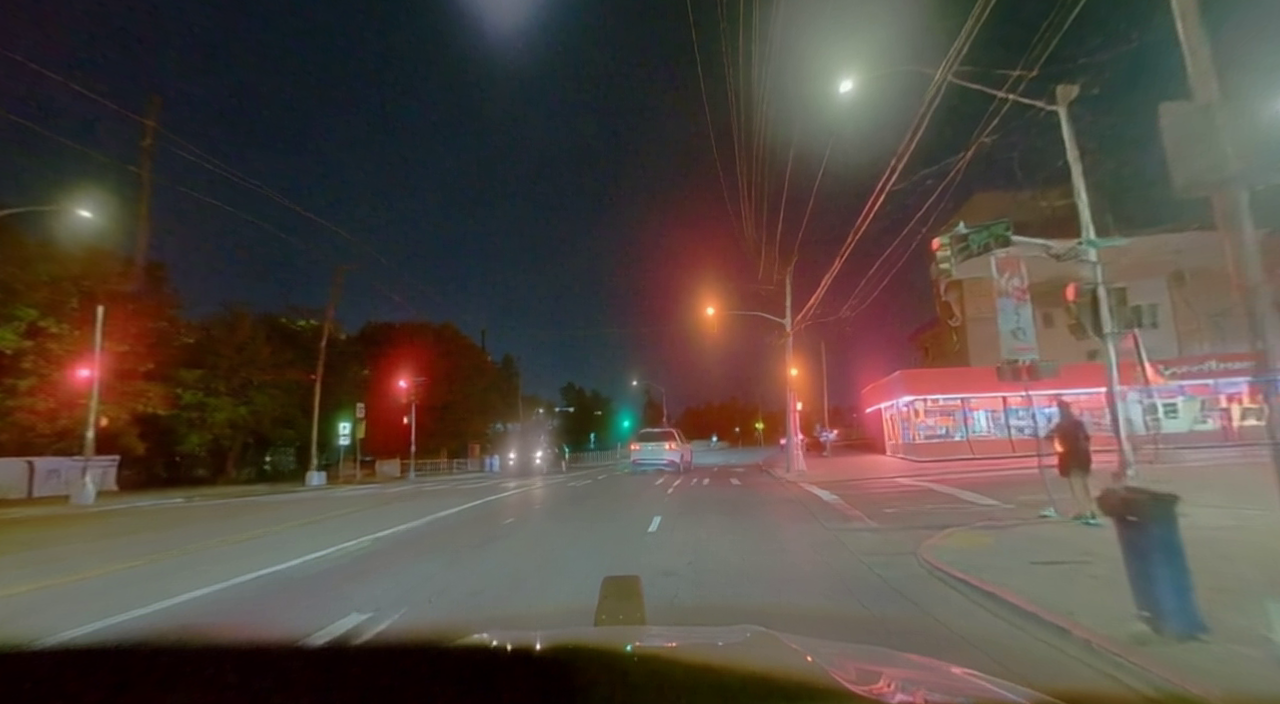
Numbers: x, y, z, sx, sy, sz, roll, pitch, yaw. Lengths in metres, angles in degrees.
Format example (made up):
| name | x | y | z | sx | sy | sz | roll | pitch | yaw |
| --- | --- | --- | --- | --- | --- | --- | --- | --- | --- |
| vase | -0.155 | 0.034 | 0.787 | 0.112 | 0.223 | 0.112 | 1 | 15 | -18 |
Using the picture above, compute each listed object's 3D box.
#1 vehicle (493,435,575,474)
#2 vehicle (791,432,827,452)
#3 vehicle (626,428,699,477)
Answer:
| name | x | y | z | sx | sy | sz | roll | pitch | yaw |
| --- | --- | --- | --- | --- | --- | --- | --- | --- | --- |
| vehicle | -4.963 | 4.876 | 30.230 | 2.017 | 1.684 | 4.483 | -3 | -9 | 17 |
| vehicle | 13.200 | 7.041 | 49.123 | 2.006 | 1.470 | 4.099 | -4 | -9 | 24 |
| vehicle | 0.993 | 3.970 | 25.027 | 2.101 | 1.721 | 4.364 | -2 | -9 | 13 |
